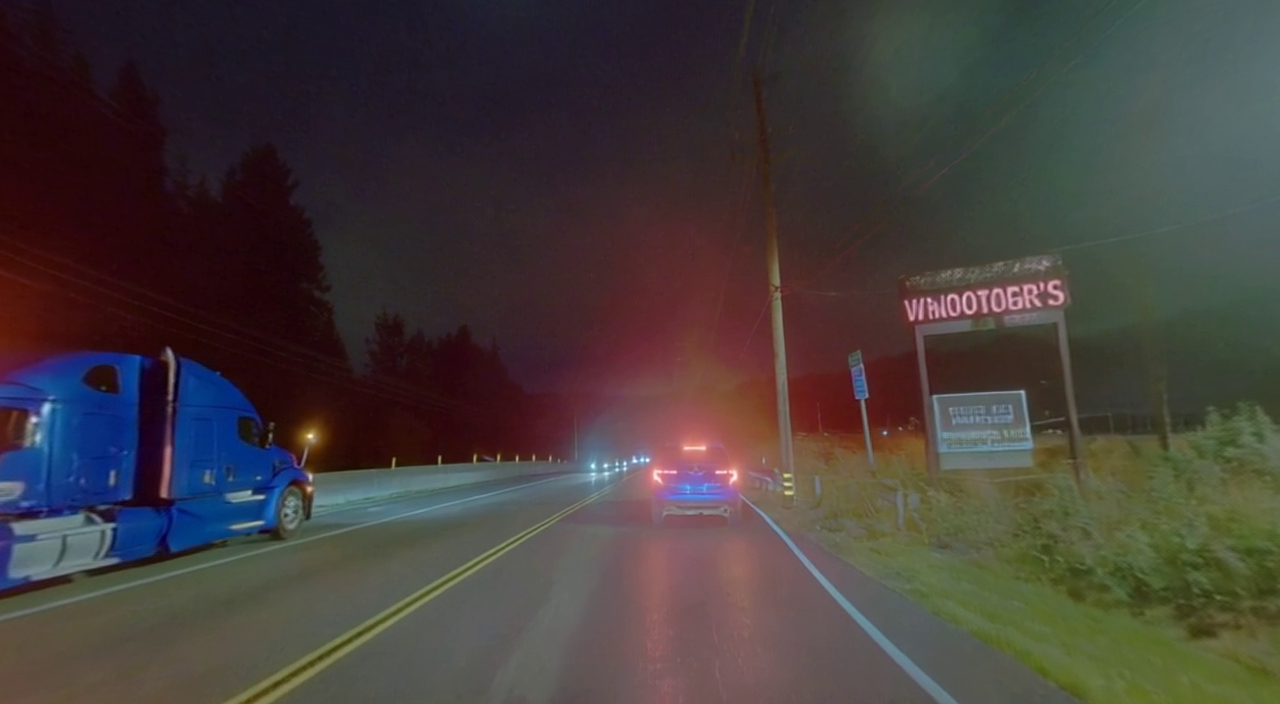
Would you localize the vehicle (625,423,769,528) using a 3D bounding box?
[{"bbox_3d":[0.879,2.072,11.040,2.081,1.503,3.726,0,-8,2],"label":"vehicle"}]

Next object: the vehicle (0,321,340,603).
[{"bbox_3d":[-8.385,1.555,9.223,3.395,3.071,7.634,-7,-6,8],"label":"vehicle"}]
